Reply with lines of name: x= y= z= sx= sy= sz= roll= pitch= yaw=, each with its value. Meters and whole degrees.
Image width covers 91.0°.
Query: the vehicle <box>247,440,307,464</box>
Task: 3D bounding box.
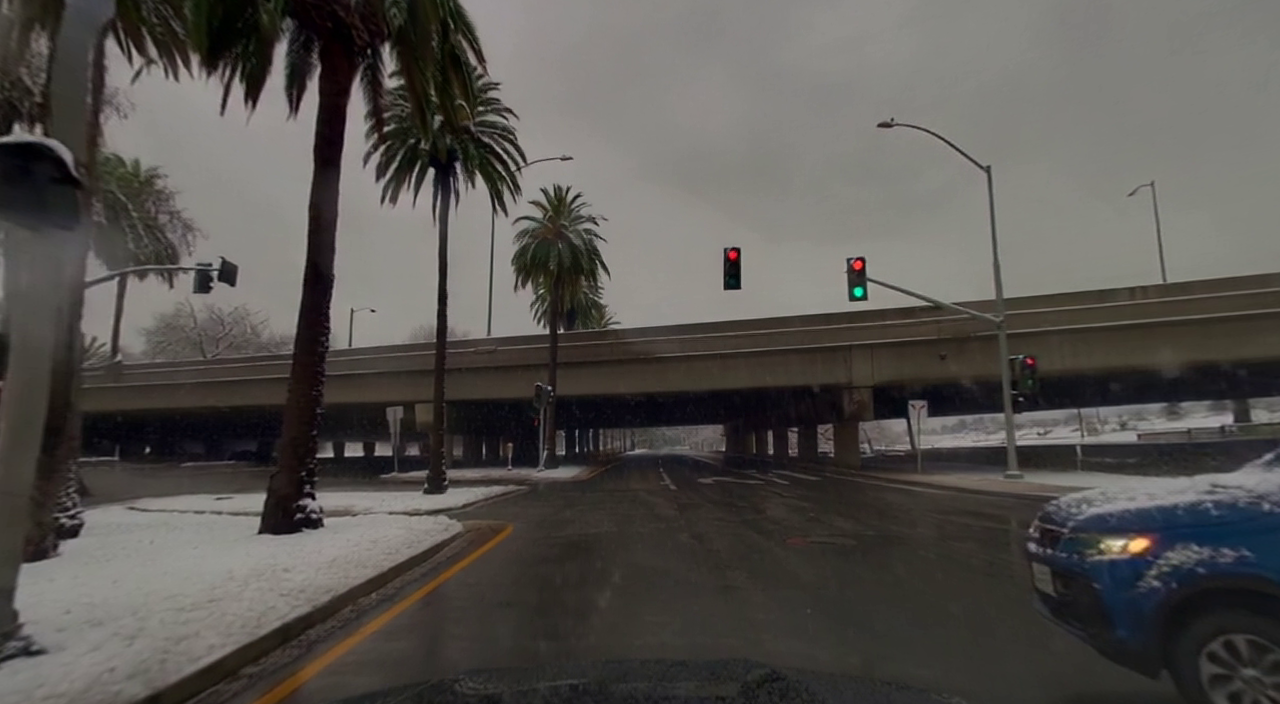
vehicle: x=-26.260 y=7.212 z=45.640 sx=1.941 sy=1.631 sz=4.017 roll=0 pitch=-9 yaw=0

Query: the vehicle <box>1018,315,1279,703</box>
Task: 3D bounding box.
vehicle: x=3.445 y=0.631 z=1.602 sx=2.028 sy=1.770 sz=4.737 roll=0 pitch=-9 yaw=1

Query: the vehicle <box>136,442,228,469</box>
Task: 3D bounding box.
vehicle: x=-26.554 y=6.021 z=36.681 sx=1.830 sy=1.443 sz=4.551 roll=0 pitch=-9 yaw=2
